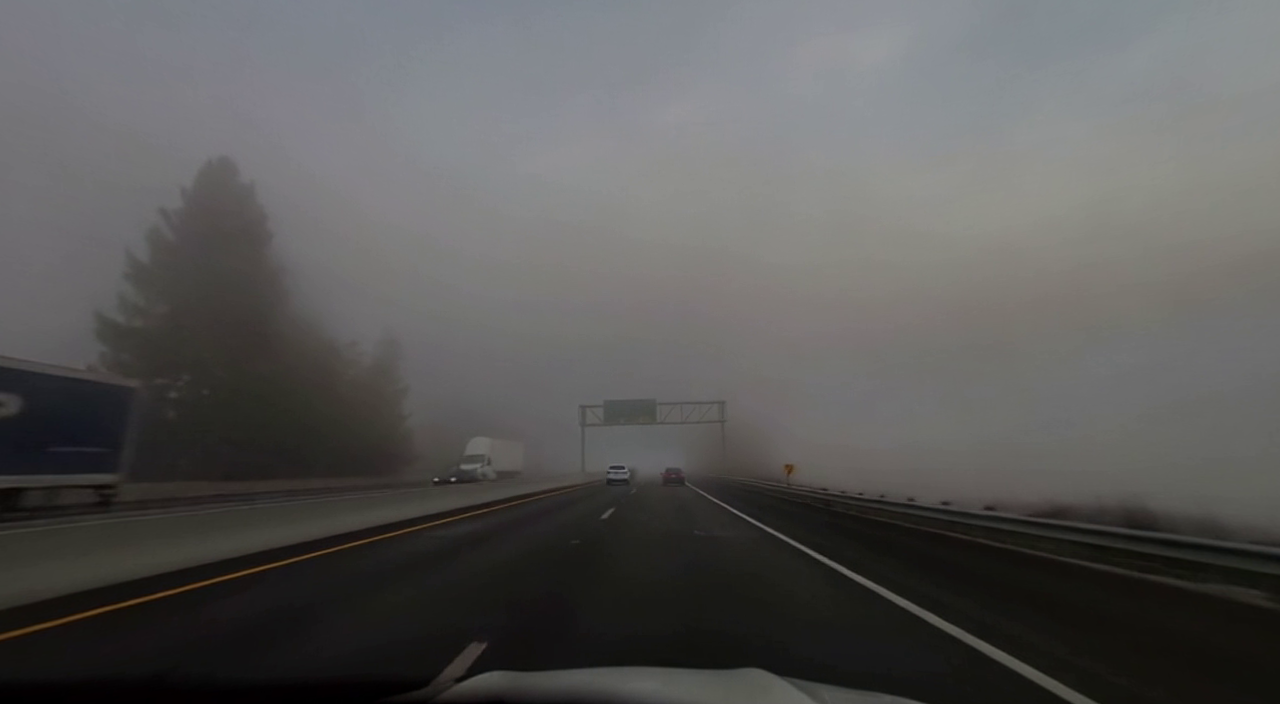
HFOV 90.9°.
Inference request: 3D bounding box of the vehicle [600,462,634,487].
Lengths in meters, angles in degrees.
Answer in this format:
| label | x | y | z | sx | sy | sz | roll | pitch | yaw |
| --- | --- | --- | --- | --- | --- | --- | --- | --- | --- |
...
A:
| label | x | y | z | sx | sy | sz | roll | pitch | yaw |
| --- | --- | --- | --- | --- | --- | --- | --- | --- | --- |
| vehicle | -1.668 | 9.109 | 47.008 | 2.160 | 1.721 | 4.368 | 0 | -11 | 3 |
